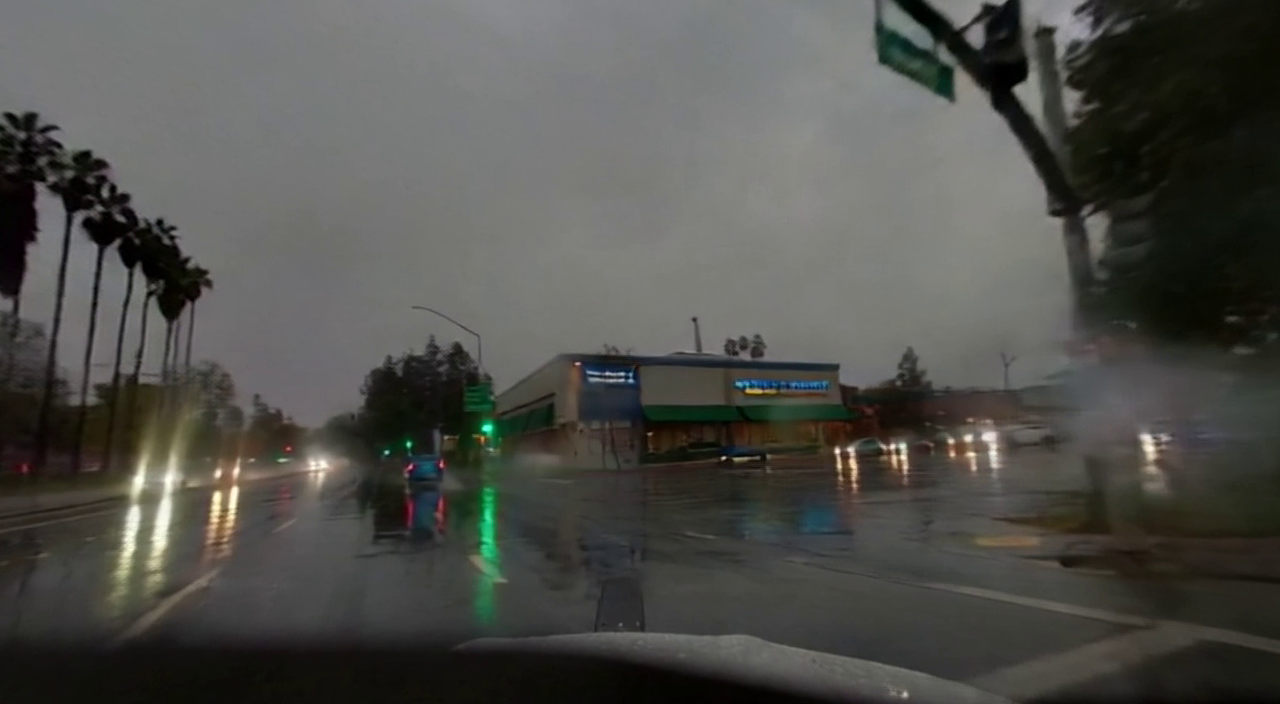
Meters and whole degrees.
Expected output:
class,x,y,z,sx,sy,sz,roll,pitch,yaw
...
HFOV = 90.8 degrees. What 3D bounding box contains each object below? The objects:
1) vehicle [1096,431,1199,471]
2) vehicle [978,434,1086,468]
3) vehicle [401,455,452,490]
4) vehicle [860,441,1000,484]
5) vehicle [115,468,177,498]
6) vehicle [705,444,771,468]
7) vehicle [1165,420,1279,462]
class,x,y,z,sx,sy,sz,roll,pitch,yaw
vehicle,25.076,4.840,31.221,4.377,1.433,1.867,-3,-3,-20
vehicle,18.143,4.586,29.292,4.199,1.459,1.997,3,-9,-20
vehicle,-10.854,6.022,31.879,1.969,1.555,4.431,4,-9,-24
vehicle,10.483,3.954,22.883,4.355,1.398,2.085,3,-9,-21
vehicle,-31.191,8.253,40.060,2.027,1.534,4.779,4,-10,-25
vehicle,6.316,6.797,41.509,2.046,1.481,4.936,3,-9,-21
vehicle,26.391,4.024,28.612,4.178,1.533,1.992,6,-9,-17
